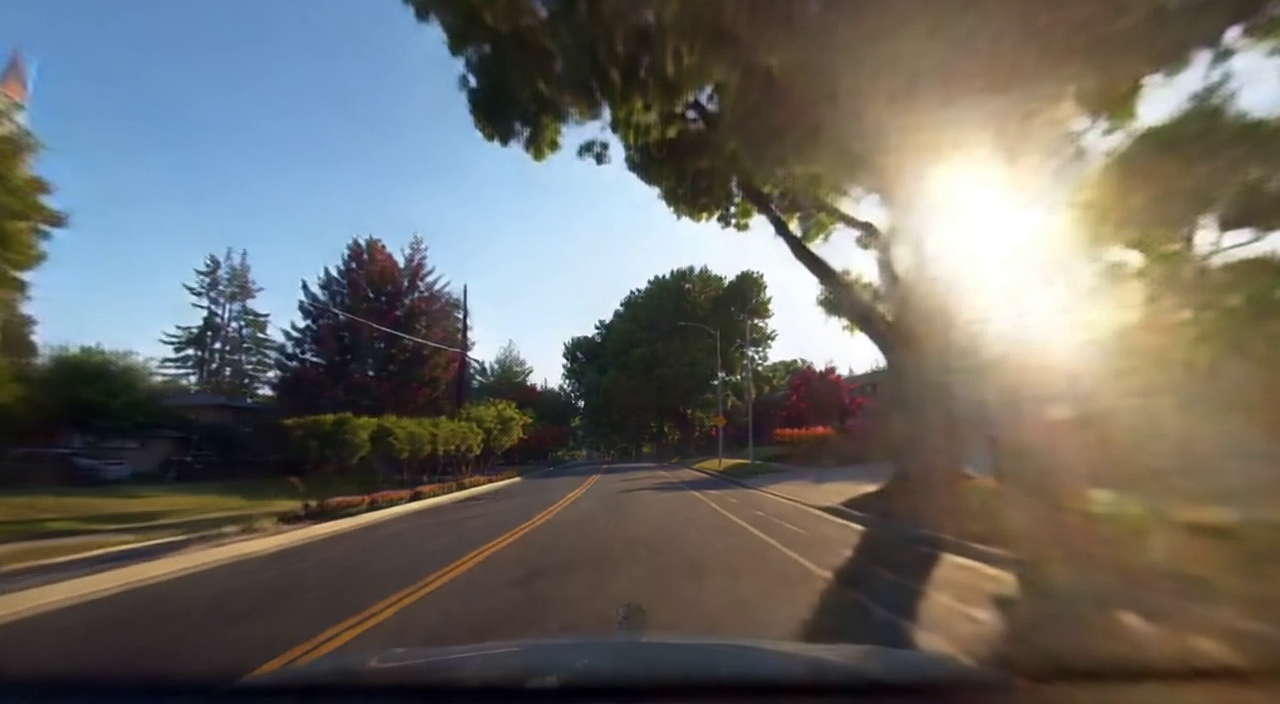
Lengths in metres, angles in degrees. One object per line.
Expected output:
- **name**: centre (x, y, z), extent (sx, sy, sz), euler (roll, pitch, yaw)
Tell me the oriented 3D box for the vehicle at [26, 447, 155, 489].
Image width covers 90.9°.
- **vehicle**: centre (-22.975, 4.820, 26.547), extent (1.788, 1.583, 3.789), euler (-1, -8, 5)
